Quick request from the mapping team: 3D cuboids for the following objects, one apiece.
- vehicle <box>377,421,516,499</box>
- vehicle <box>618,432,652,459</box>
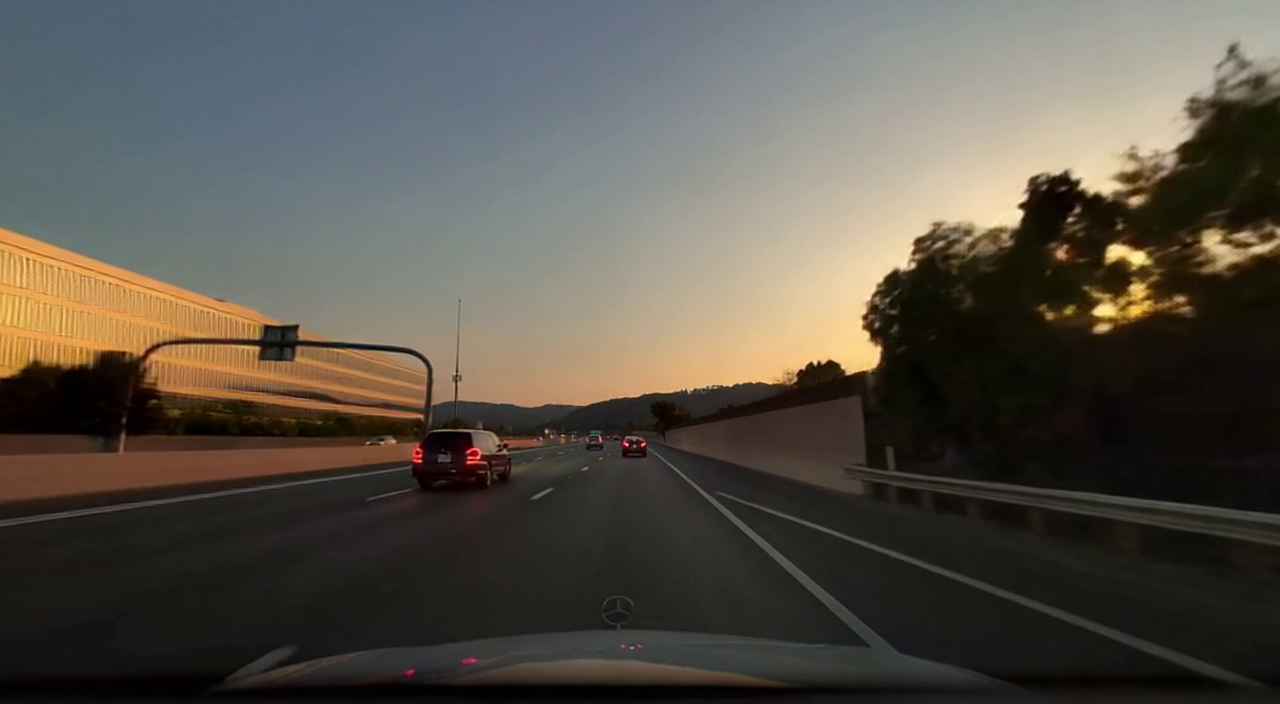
[{"bbox_3d":[-4.504,2.582,15.476,2.036,1.612,4.510,0,-8,-1],"label":"vehicle"},{"bbox_3d":[-0.343,6.002,40.607,2.036,1.637,4.009,0,-8,-1],"label":"vehicle"}]
